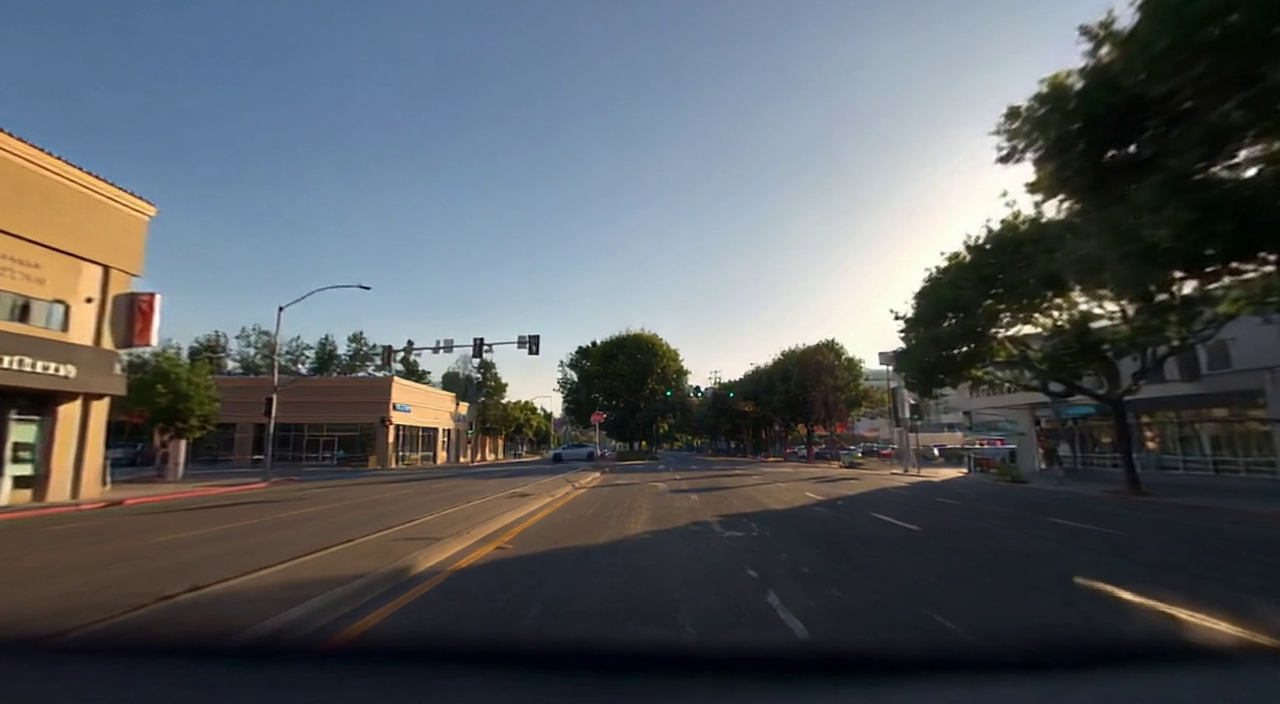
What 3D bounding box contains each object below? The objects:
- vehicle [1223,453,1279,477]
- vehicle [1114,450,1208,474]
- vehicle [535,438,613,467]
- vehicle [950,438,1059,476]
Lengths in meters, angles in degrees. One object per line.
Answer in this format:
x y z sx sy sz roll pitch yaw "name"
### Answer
40.017 7.083 39.583 1.790 1.474 4.620 4 -9 -25 "vehicle"
36.868 7.749 44.827 1.868 1.566 4.647 5 -9 -29 "vehicle"
-4.086 6.209 39.265 4.408 1.728 2.010 -3 -9 22 "vehicle"
23.122 6.666 40.359 2.195 2.201 5.616 5 -10 -27 "vehicle"
